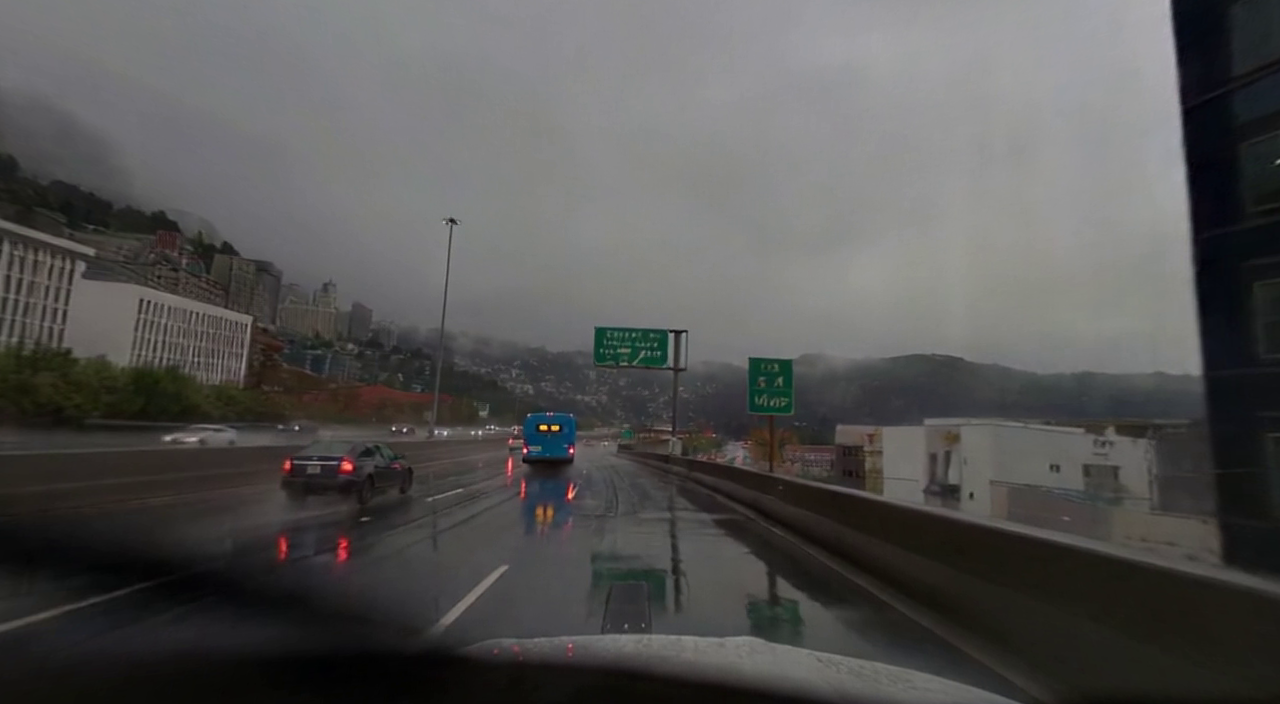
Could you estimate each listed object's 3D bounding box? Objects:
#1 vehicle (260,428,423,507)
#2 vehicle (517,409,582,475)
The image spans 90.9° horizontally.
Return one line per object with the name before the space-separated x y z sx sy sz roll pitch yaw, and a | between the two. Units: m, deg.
vehicle | -7.310 2.874 16.058 1.993 1.690 4.450 0 -9 -1
vehicle | -4.690 4.754 33.114 2.888 2.944 8.373 2 -9 -7
